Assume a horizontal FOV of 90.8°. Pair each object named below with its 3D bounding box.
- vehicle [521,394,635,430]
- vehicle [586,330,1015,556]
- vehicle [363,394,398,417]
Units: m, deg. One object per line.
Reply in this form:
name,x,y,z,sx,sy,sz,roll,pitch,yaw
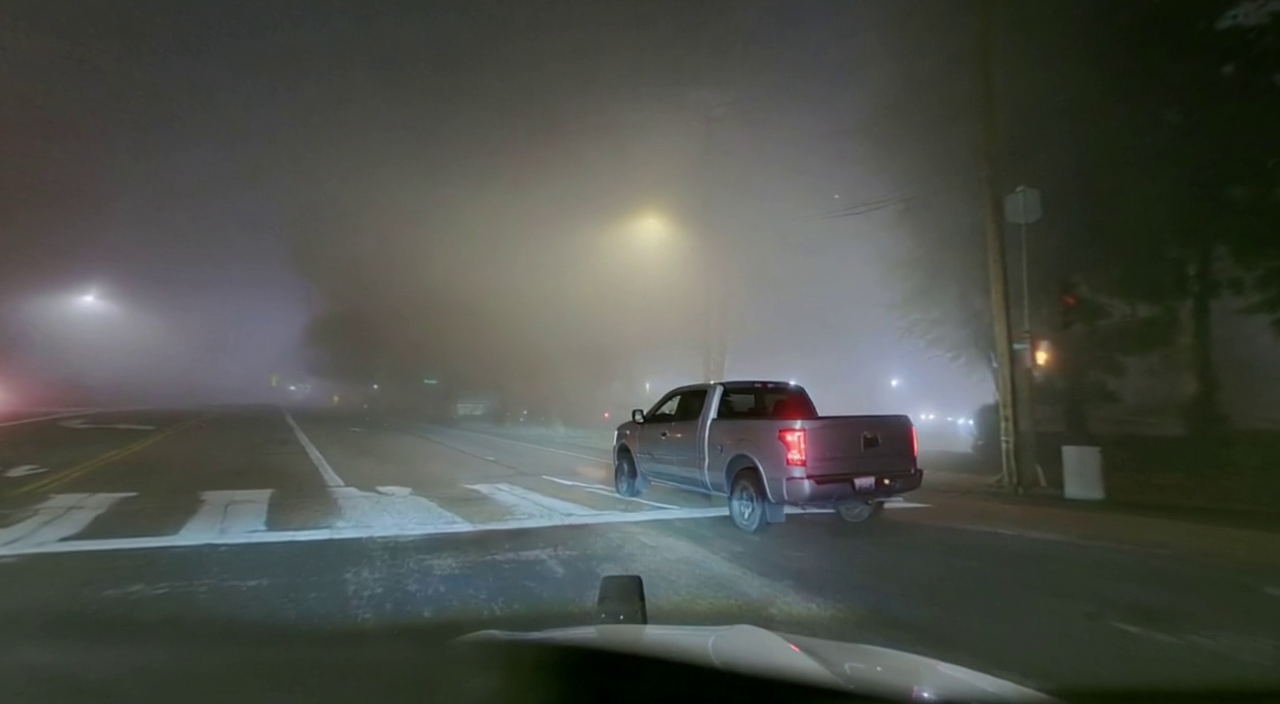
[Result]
vehicle,-4.333,4.329,44.940,7.551,2.142,2.896,6,-10,-31
vehicle,1.458,1.178,8.468,2.402,1.922,5.677,5,-9,-25
vehicle,-19.545,4.085,47.495,1.842,1.467,4.633,6,-9,-28
